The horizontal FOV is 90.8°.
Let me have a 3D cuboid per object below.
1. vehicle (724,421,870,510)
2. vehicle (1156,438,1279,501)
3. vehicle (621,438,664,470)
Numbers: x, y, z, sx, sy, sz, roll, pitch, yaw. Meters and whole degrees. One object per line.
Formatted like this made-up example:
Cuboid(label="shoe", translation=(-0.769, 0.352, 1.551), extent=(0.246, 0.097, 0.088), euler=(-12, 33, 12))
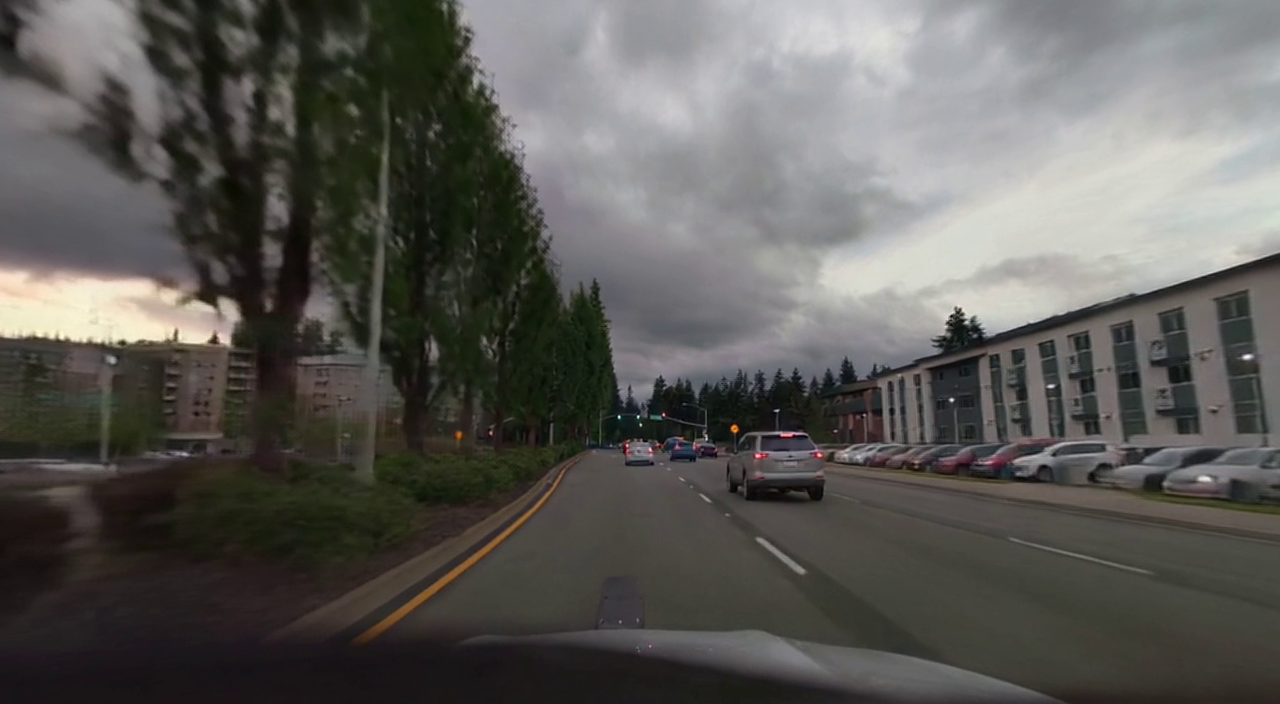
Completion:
Cuboid(label="vehicle", translation=(3.560, 2.704, 15.485), extent=(2.235, 1.806, 4.818), euler=(0, -9, -1))
Cuboid(label="vehicle", translation=(16.965, 3.223, 17.784), extent=(4.670, 1.540, 1.999), euler=(4, -10, -29))
Cuboid(label="vehicle", translation=(0.088, 5.513, 34.250), extent=(2.145, 1.572, 4.021), euler=(0, -9, -1))
